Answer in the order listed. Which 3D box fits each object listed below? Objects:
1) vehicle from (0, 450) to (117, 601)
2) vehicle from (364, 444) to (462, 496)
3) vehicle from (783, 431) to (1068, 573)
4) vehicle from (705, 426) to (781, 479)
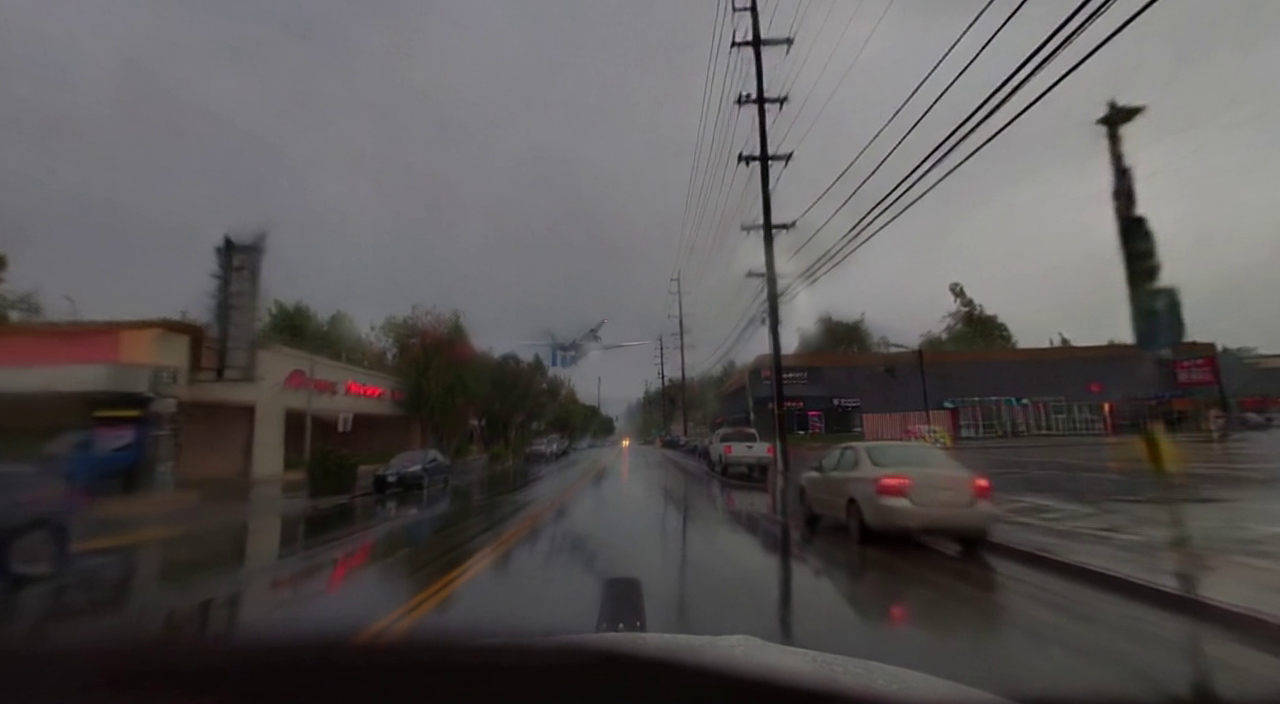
[{"bbox_3d":[-7.720,1.844,6.170,1.787,1.543,4.052,-3,-7,0],"label":"vehicle"},{"bbox_3d":[-7.802,4.045,22.147,1.872,1.455,4.350,-4,-8,-1],"label":"vehicle"},{"bbox_3d":[3.648,1.978,9.279,1.990,1.521,4.693,0,-8,0],"label":"vehicle"},{"bbox_3d":[4.002,3.997,25.418,2.080,1.893,4.699,0,-8,-3],"label":"vehicle"}]
